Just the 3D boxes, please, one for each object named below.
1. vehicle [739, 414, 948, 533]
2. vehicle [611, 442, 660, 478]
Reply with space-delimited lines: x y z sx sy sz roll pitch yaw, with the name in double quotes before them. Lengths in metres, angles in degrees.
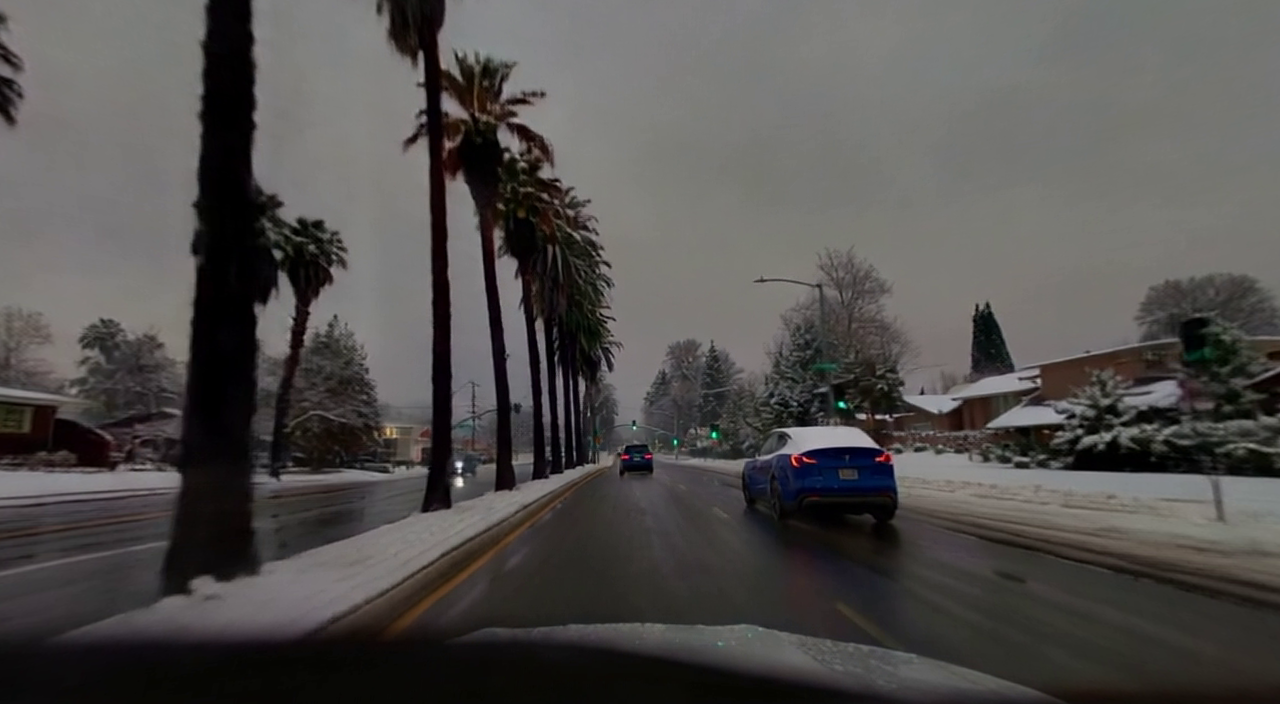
"vehicle" 3.540 2.251 12.351 2.205 1.803 5.135 0 -9 -2
"vehicle" -0.283 5.488 32.375 2.341 1.709 4.466 0 -9 -1
